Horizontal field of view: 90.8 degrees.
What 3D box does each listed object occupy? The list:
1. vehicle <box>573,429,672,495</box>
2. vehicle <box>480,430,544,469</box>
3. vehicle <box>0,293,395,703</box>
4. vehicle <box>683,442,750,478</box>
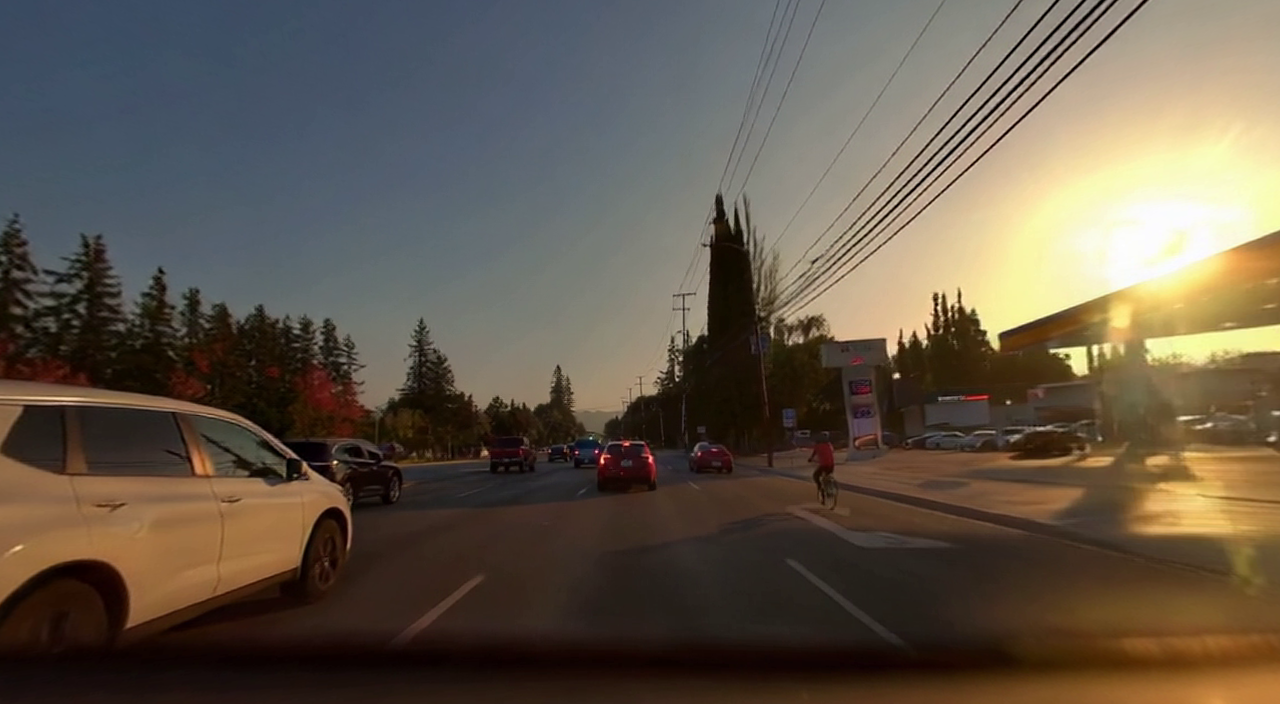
[{"bbox_3d":[-0.397,2.763,16.165,2.189,1.437,4.135,0,-8,0],"label":"vehicle"},{"bbox_3d":[-6.783,5.259,34.177,2.385,1.918,5.056,0,-8,0],"label":"vehicle"},{"bbox_3d":[-3.125,0.783,3.154,1.922,1.642,4.547,-1,-8,1],"label":"vehicle"},{"bbox_3d":[2.997,4.326,25.680,2.065,1.302,4.416,0,-8,-1],"label":"vehicle"}]
